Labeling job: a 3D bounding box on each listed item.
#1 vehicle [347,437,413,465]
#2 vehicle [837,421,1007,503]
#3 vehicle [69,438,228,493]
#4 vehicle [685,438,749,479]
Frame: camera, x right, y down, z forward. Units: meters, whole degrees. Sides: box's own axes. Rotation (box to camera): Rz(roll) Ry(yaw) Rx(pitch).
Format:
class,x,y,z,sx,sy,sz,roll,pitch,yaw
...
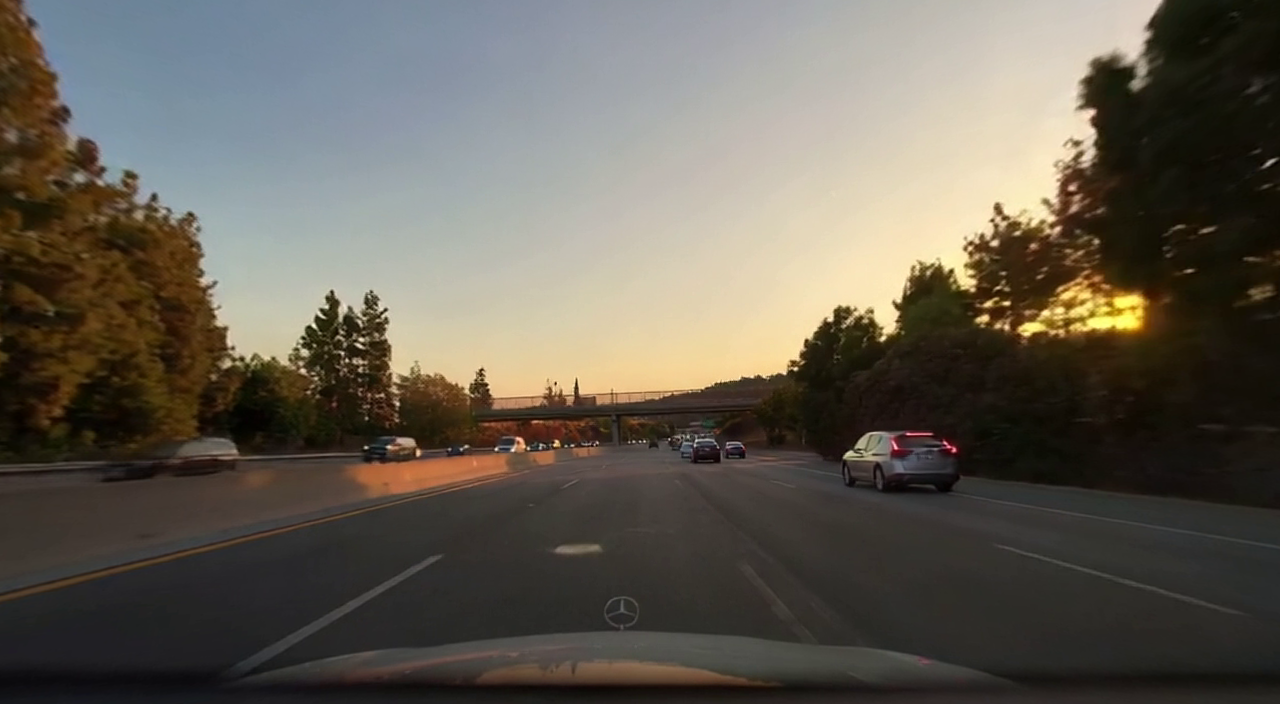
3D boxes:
class,x,y,z,sx,sy,sz,roll,pitch,yaw
vehicle,-19.460,7.447,47.685,2.242,1.980,6.315,0,-9,1
vehicle,7.068,2.821,16.600,2.087,1.806,4.946,0,-9,-1
vehicle,-16.008,3.685,20.908,1.878,1.609,4.143,0,-8,0
vehicle,2.981,4.229,25.301,1.981,1.471,4.342,0,-9,0
